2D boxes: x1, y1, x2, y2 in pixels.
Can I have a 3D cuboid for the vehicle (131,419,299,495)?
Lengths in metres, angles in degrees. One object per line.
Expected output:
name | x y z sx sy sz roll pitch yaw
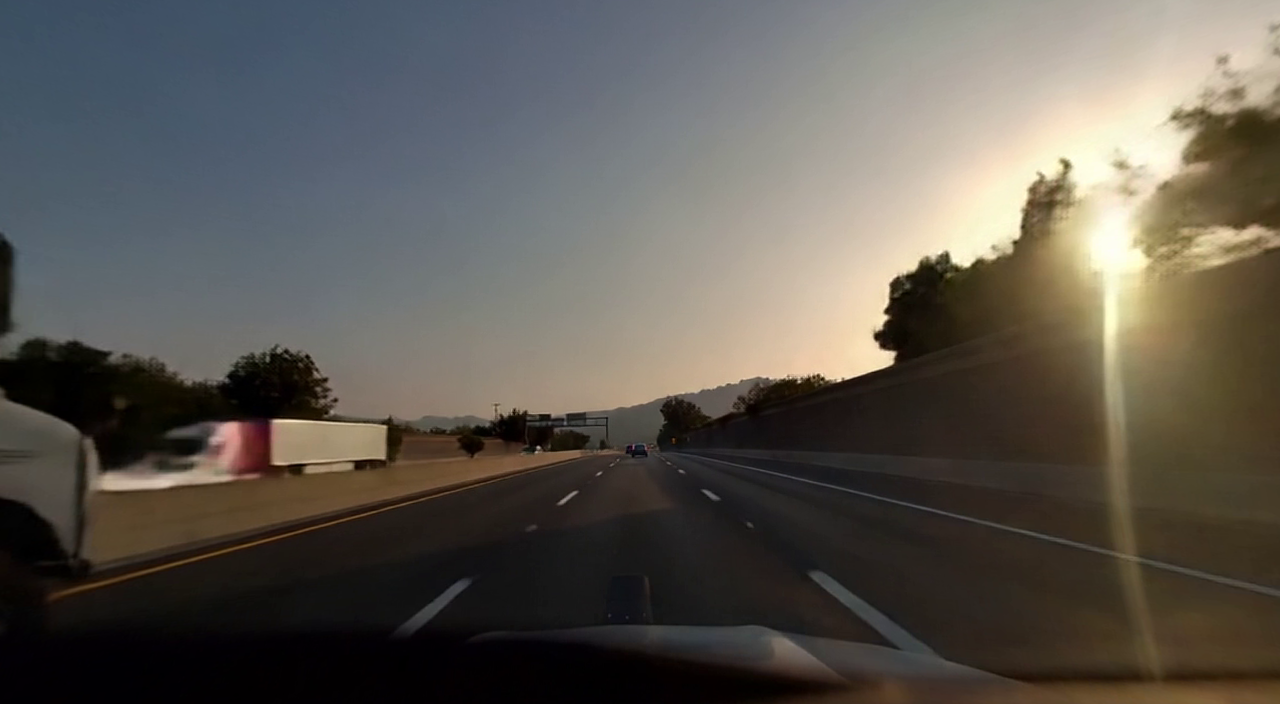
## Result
vehicle | -18.741 4.665 28.451 2.651 3.017 6.875 0 -8 1
